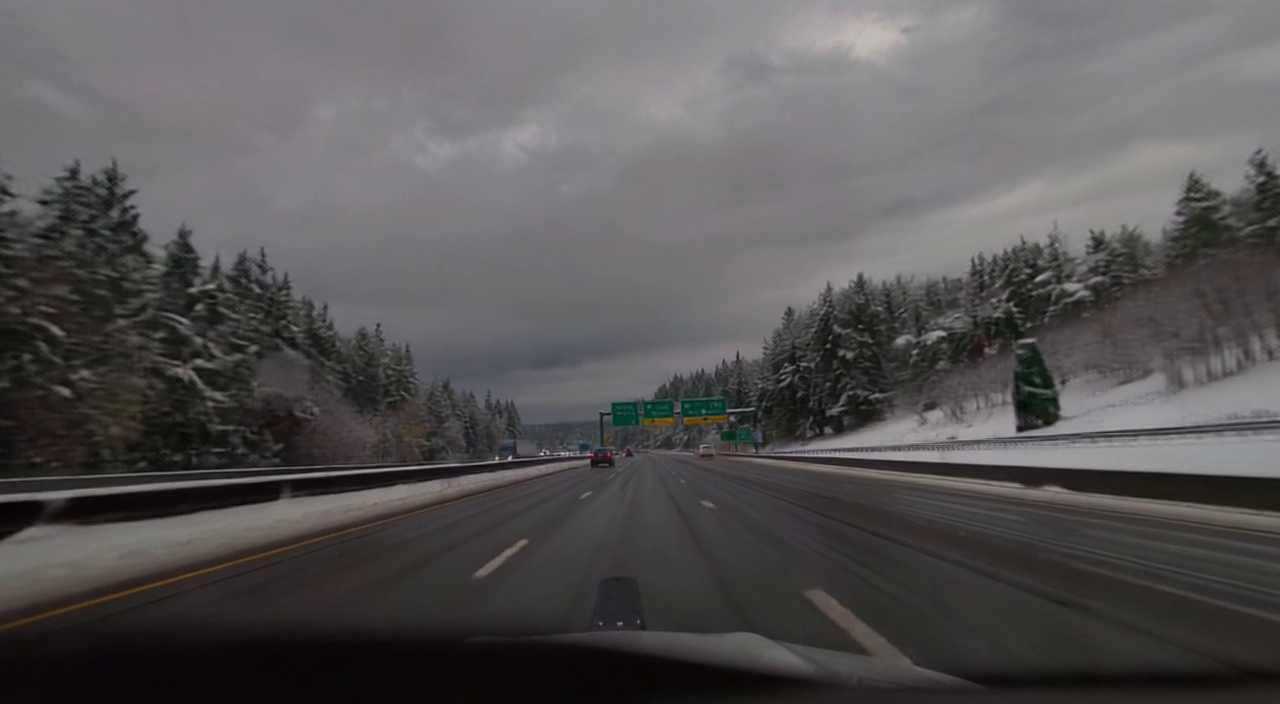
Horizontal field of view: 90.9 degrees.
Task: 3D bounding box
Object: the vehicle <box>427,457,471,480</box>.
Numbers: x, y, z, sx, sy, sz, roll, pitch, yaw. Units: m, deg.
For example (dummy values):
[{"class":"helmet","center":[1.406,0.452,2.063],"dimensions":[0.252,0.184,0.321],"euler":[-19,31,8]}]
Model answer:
[{"class":"vehicle","center":[-13.235,8.073,43.841],"dimensions":[1.828,1.497,3.761],"euler":[0,-9,1]}]
